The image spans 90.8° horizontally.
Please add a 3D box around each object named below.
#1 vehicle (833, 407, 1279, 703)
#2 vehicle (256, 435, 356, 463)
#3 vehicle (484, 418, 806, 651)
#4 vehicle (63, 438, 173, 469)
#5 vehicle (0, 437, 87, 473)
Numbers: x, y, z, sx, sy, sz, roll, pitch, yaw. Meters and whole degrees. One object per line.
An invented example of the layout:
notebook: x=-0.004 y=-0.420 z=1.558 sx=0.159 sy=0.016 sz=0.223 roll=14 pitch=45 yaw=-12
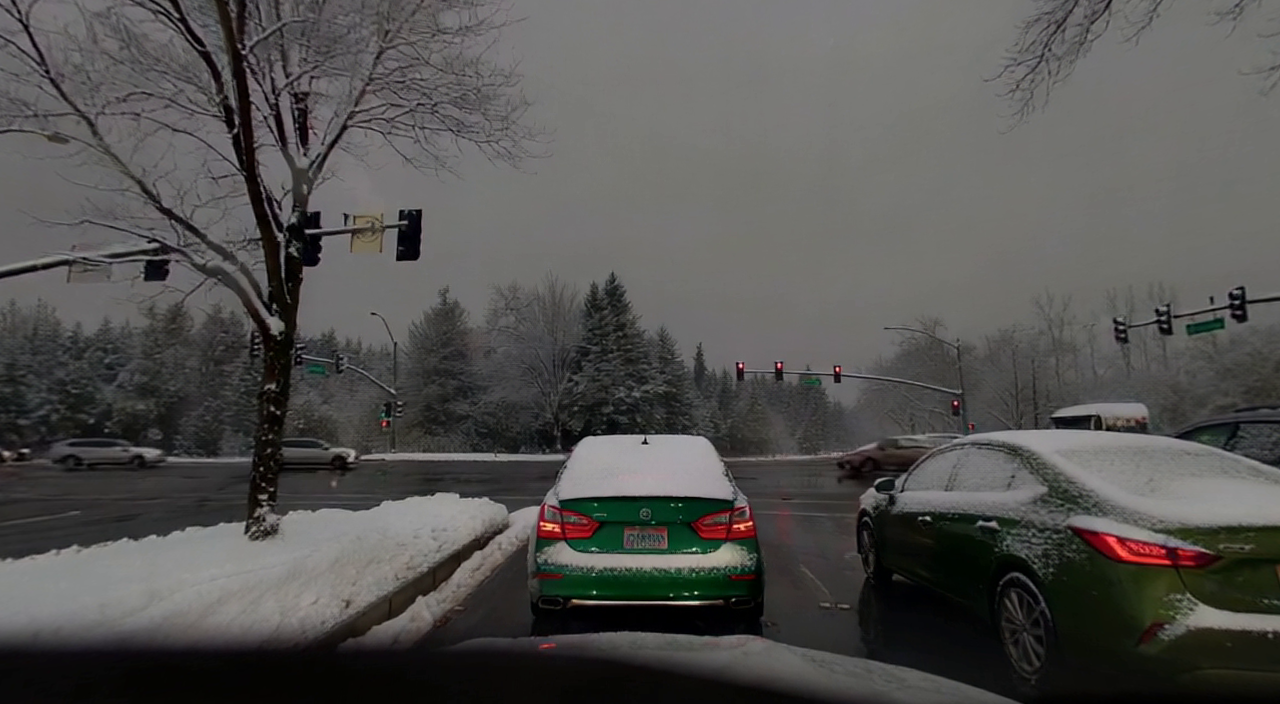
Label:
vehicle: x=3.097 y=1.300 z=4.854 sx=1.861 sy=1.479 sz=4.371 roll=0 pitch=-9 yaw=0
vehicle: x=-19.511 y=5.691 z=37.077 sx=4.754 sy=1.583 sz=1.954 roll=0 pitch=-9 yaw=-2
vehicle: x=0.028 y=1.467 z=6.146 sx=2.026 sy=1.458 sz=4.175 roll=0 pitch=-9 yaw=0
vehicle: x=-28.035 y=5.443 z=33.993 sx=4.416 sy=1.597 sz=1.887 roll=-1 pitch=-9 yaw=6
vehicle: x=-29.955 y=5.000 z=30.729 sx=4.517 sy=1.637 sz=1.935 roll=-1 pitch=-9 yaw=7
